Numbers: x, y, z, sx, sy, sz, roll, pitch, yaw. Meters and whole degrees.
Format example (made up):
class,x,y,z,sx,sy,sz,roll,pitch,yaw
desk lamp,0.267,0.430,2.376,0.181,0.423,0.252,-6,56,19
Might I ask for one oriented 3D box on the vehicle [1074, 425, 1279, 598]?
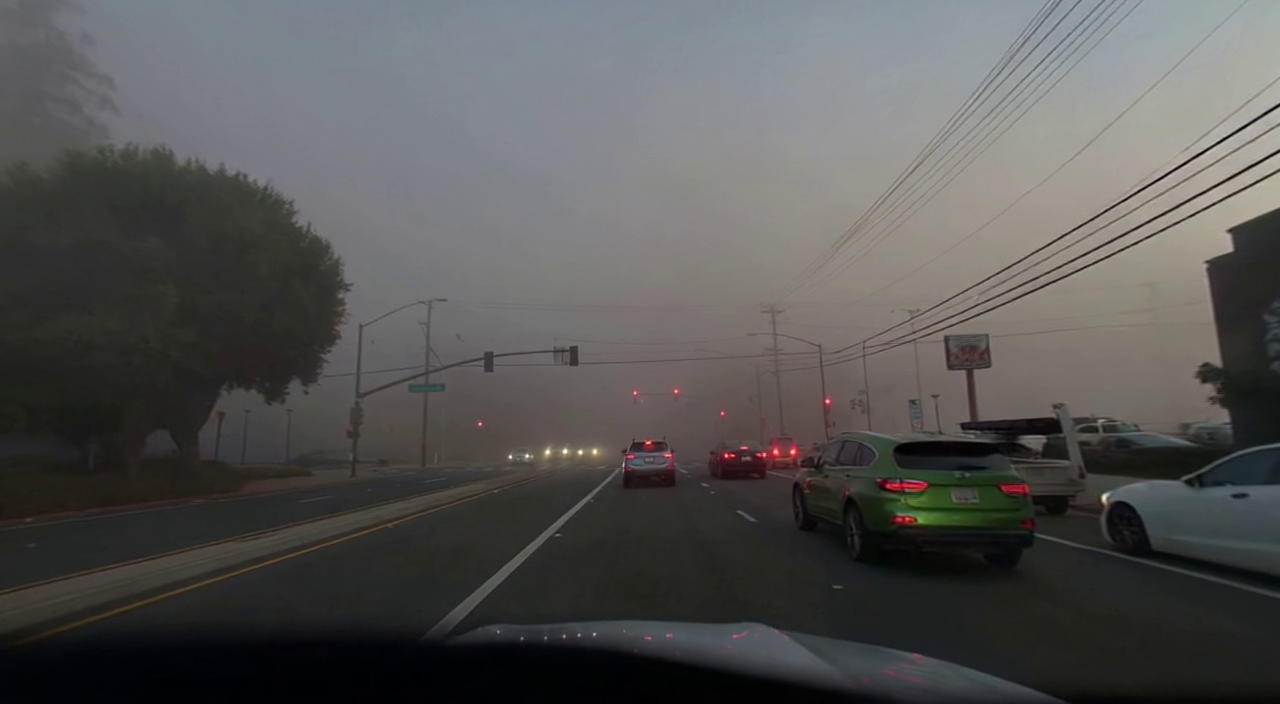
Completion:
class,x,y,z,sx,sy,sz,roll,pitch,yaw
vehicle,6.294,1.341,5.349,1.906,1.435,4.670,0,-9,0

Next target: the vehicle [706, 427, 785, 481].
class,x,y,z,sx,sy,sz,roll,pitch,yaw
vehicle,3.804,3.802,23.730,2.060,1.789,4.712,0,-9,-1

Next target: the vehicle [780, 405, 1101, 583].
class,x,y,z,sx,sy,sz,roll,pitch,yaw
vehicle,3.240,1.628,8.007,1.998,1.620,4.267,0,-9,1

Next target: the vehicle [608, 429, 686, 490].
class,x,y,z,sx,sy,sz,roll,pitch,yaw
vehicle,0.220,3.270,19.462,2.149,1.668,3.962,0,-9,1
